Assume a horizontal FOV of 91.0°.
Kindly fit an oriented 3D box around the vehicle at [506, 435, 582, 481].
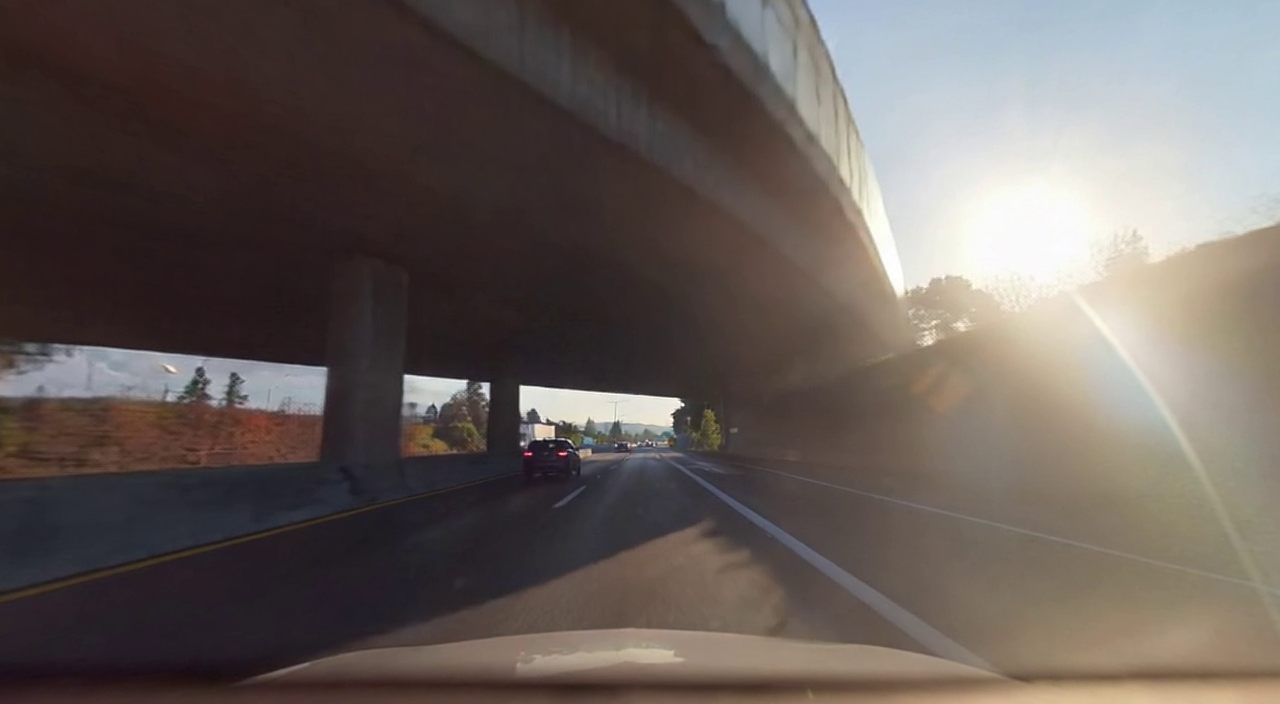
[{"bbox_3d":[-3.415,3.852,23.196,2.051,1.531,4.250,0,-8,1],"label":"vehicle"}]
